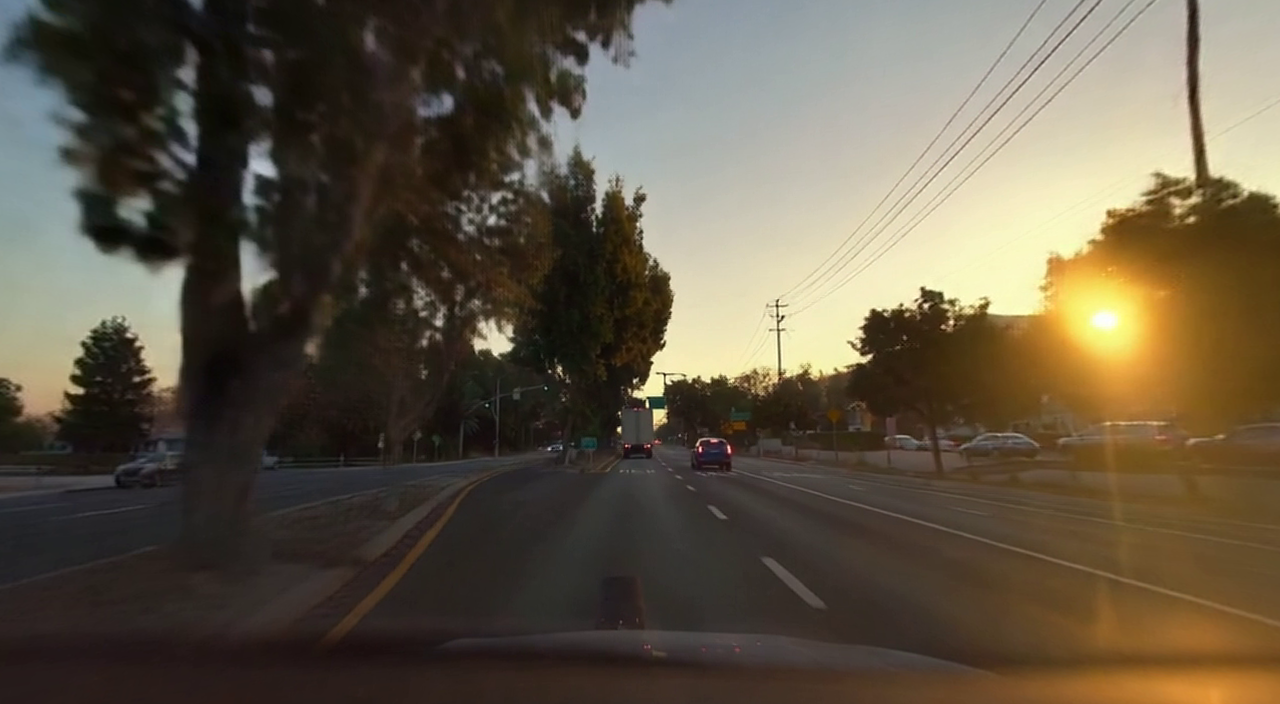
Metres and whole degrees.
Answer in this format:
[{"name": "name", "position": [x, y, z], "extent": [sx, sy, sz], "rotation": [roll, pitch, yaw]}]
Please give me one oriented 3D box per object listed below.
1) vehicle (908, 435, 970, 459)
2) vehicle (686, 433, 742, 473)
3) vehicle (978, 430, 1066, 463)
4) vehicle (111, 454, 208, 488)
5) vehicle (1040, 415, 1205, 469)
[{"name": "vehicle", "position": [20.501, 6.552, 43.561], "extent": [2.010, 1.567, 4.519], "rotation": [0, -8, -1]}, {"name": "vehicle", "position": [3.516, 4.907, 30.930], "extent": [2.086, 1.803, 4.607], "rotation": [0, -8, -1]}, {"name": "vehicle", "position": [20.789, 5.190, 34.667], "extent": [1.917, 1.682, 4.575], "rotation": [0, -8, -1]}, {"name": "vehicle", "position": [-26.178, 6.445, 34.626], "extent": [2.188, 1.669, 4.546], "rotation": [1, -9, -8]}, {"name": "vehicle", "position": [20.695, 3.941, 27.606], "extent": [2.529, 2.086, 5.902], "rotation": [0, -8, 0]}]
